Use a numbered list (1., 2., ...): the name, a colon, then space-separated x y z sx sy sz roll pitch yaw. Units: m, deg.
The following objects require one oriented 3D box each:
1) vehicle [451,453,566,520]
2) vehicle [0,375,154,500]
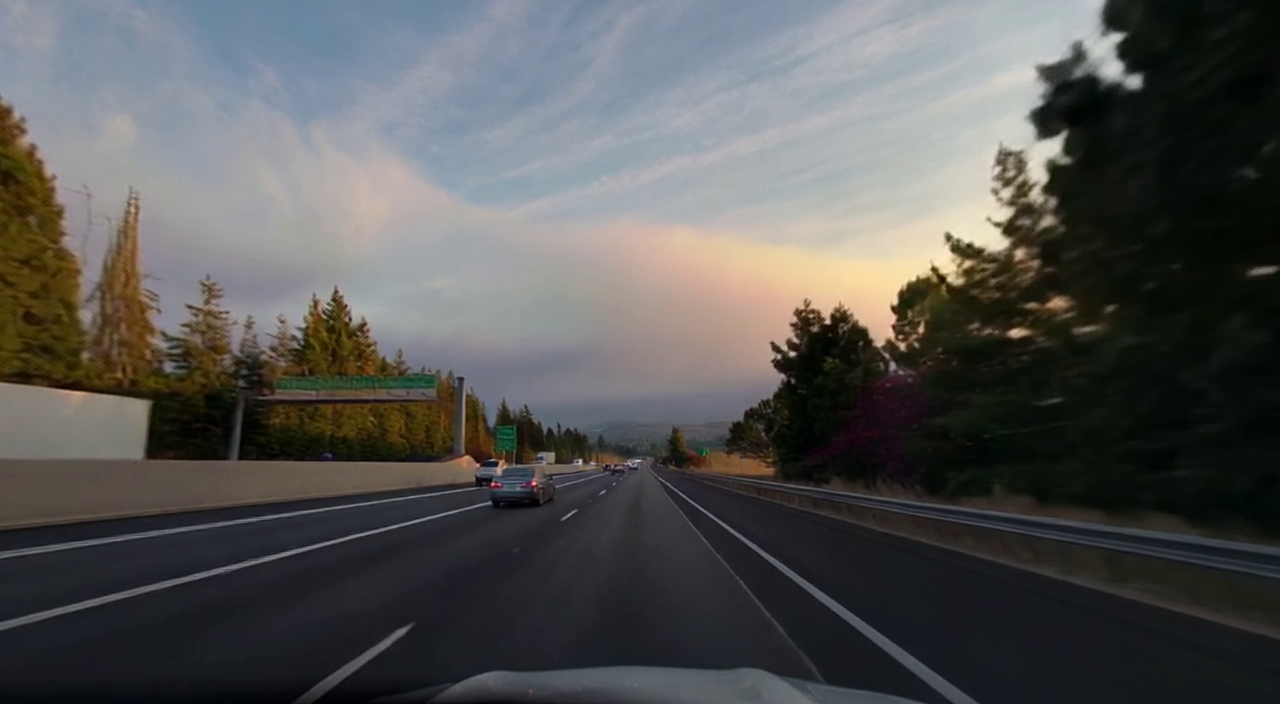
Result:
1. vehicle: -3.387 3.611 17.298 2.039 1.505 4.843 1 -10 0
2. vehicle: -23.103 2.810 20.861 2.840 4.164 13.969 1 -10 0
